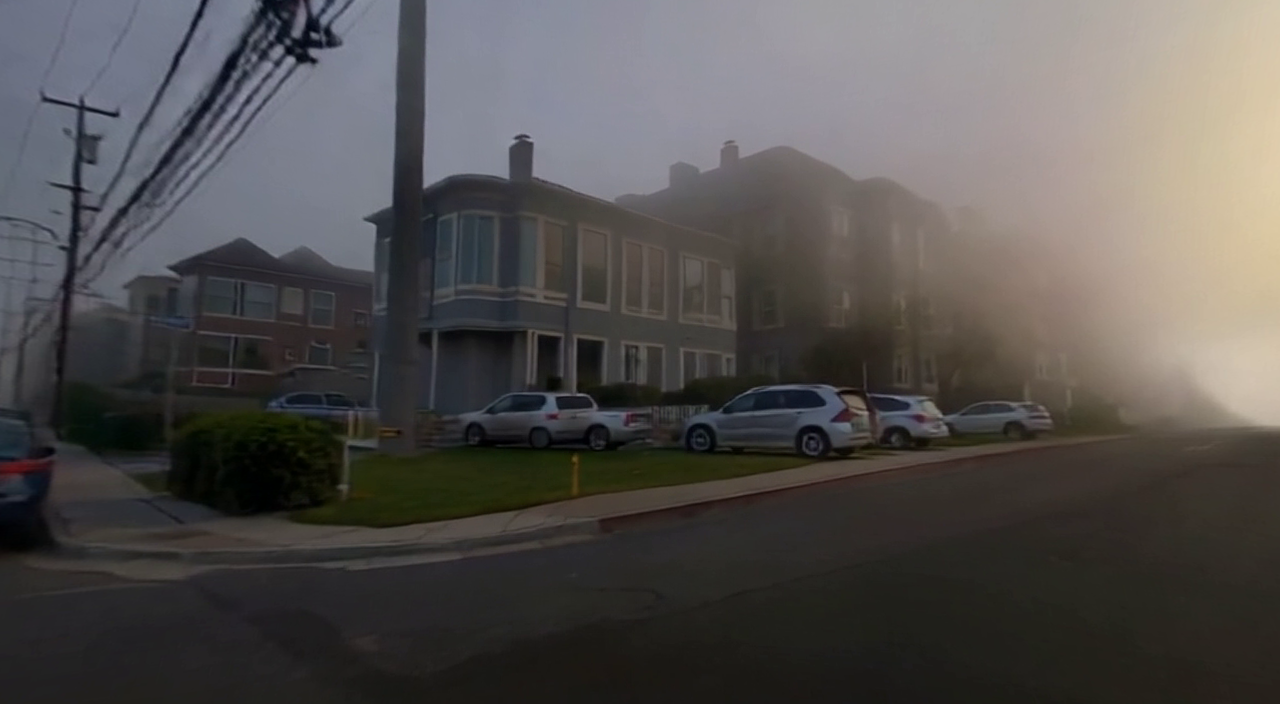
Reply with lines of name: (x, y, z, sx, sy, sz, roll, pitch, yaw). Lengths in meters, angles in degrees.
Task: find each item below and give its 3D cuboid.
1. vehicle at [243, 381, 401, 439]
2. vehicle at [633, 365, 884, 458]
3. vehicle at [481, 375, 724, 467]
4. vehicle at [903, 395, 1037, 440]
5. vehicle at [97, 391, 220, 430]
vehicle: (-12.027, 2.173, 23.805, 5.778, 1.875, 2.152, -1, -8, 27)
vehicle: (2.775, 1.438, 15.245, 5.514, 1.976, 2.153, 0, -7, 11)
vehicle: (-0.692, 1.410, 13.114, 4.648, 1.659, 1.897, 0, -7, 14)
vehicle: (13.430, 2.690, 25.913, 4.450, 1.707, 1.902, 0, -7, 10)
vehicle: (-23.440, 2.800, 30.838, 1.714, 1.608, 4.520, -2, -2, 42)
